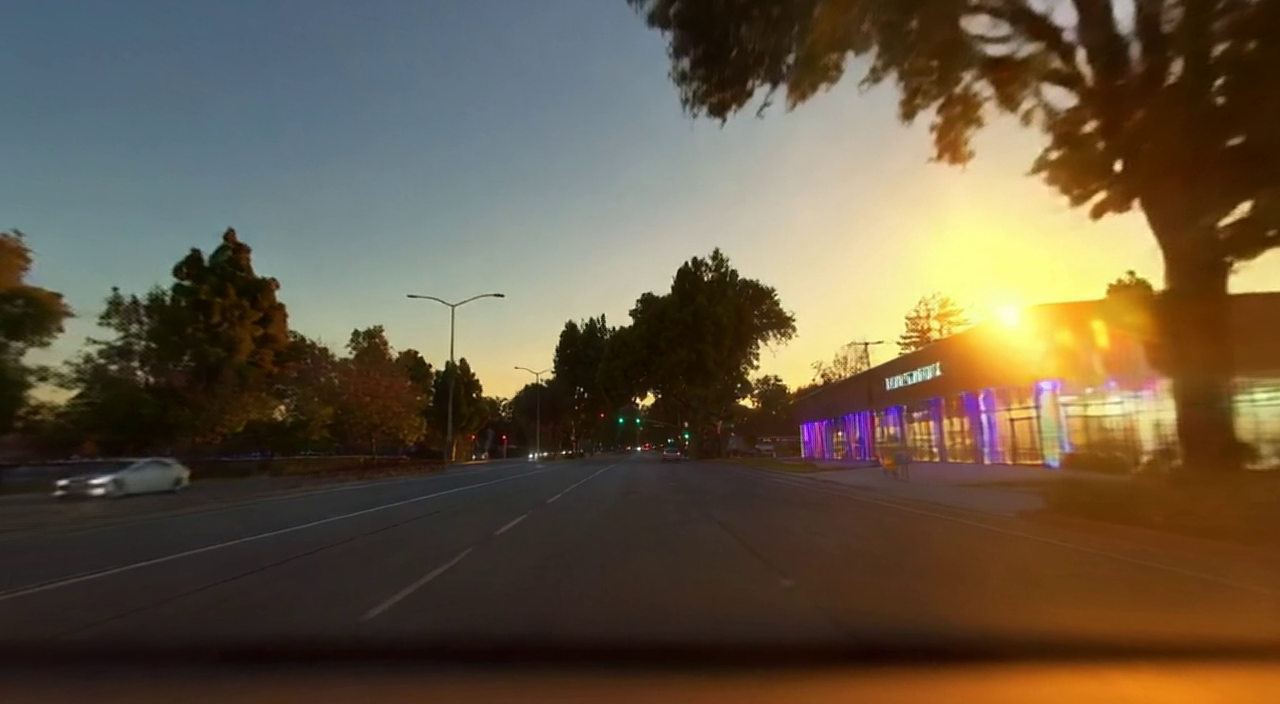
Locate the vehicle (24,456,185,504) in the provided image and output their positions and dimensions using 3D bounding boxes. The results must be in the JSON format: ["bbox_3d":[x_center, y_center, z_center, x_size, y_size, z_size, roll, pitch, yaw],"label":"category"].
[{"bbox_3d":[-19.738,4.704,23.569,1.884,1.479,4.740,0,-9,0],"label":"vehicle"}]
